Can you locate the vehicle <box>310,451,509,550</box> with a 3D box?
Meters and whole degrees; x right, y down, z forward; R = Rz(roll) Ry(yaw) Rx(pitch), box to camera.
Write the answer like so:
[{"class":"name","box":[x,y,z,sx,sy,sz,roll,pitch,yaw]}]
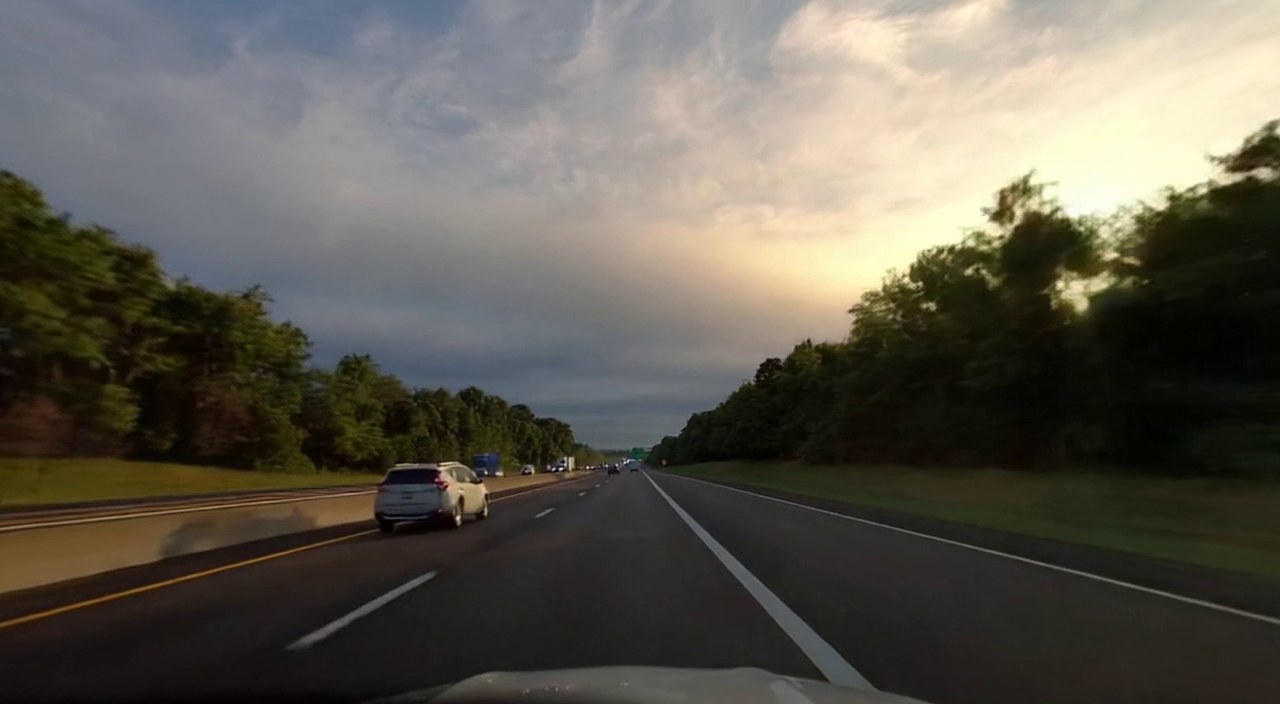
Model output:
[{"class":"vehicle","box":[-4.041,2.708,12.033,2.043,1.486,4.442,0,-10,1]}]
